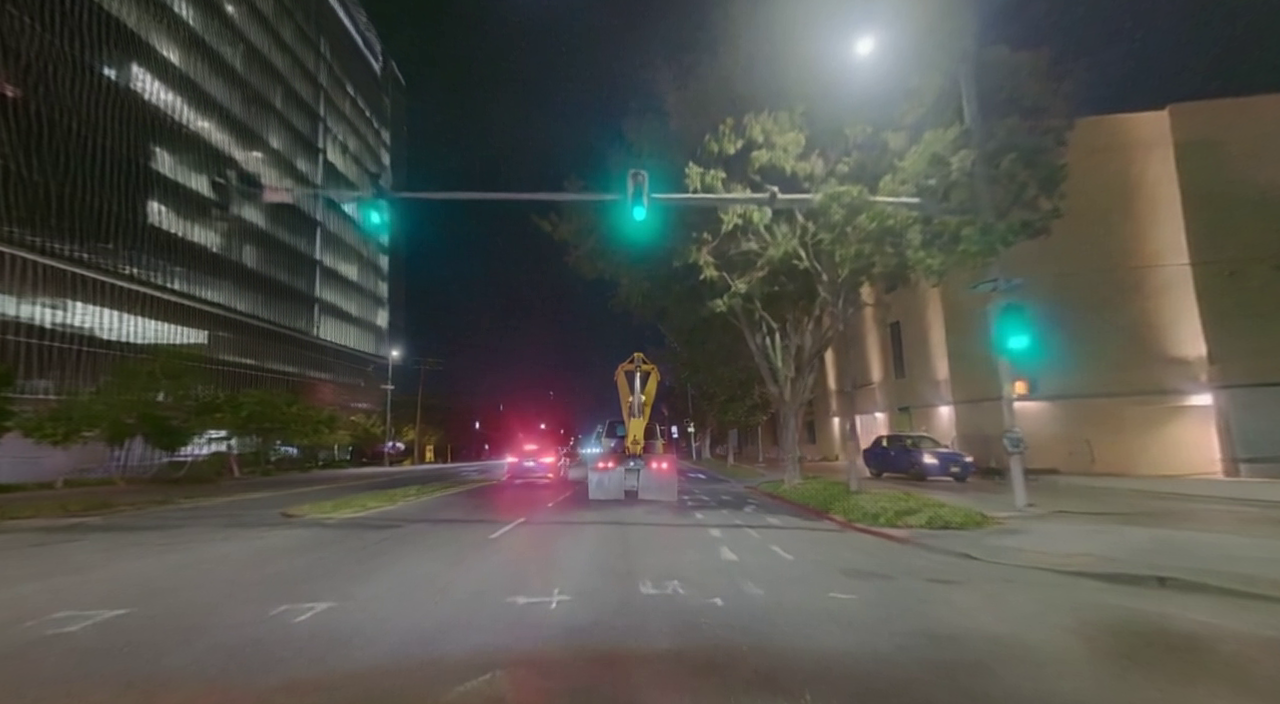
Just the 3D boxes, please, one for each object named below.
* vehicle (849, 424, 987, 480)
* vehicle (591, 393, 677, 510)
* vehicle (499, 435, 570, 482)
[{"bbox_3d":[9.893,3.618,22.976,2.186,1.783,4.716,1,-9,-11],"label":"vehicle"},{"bbox_3d":[-0.381,3.777,24.419,2.552,3.461,11.044,0,-8,-2],"label":"vehicle"},{"bbox_3d":[-4.063,4.177,25.034,2.081,1.688,4.235,0,-9,0],"label":"vehicle"}]
